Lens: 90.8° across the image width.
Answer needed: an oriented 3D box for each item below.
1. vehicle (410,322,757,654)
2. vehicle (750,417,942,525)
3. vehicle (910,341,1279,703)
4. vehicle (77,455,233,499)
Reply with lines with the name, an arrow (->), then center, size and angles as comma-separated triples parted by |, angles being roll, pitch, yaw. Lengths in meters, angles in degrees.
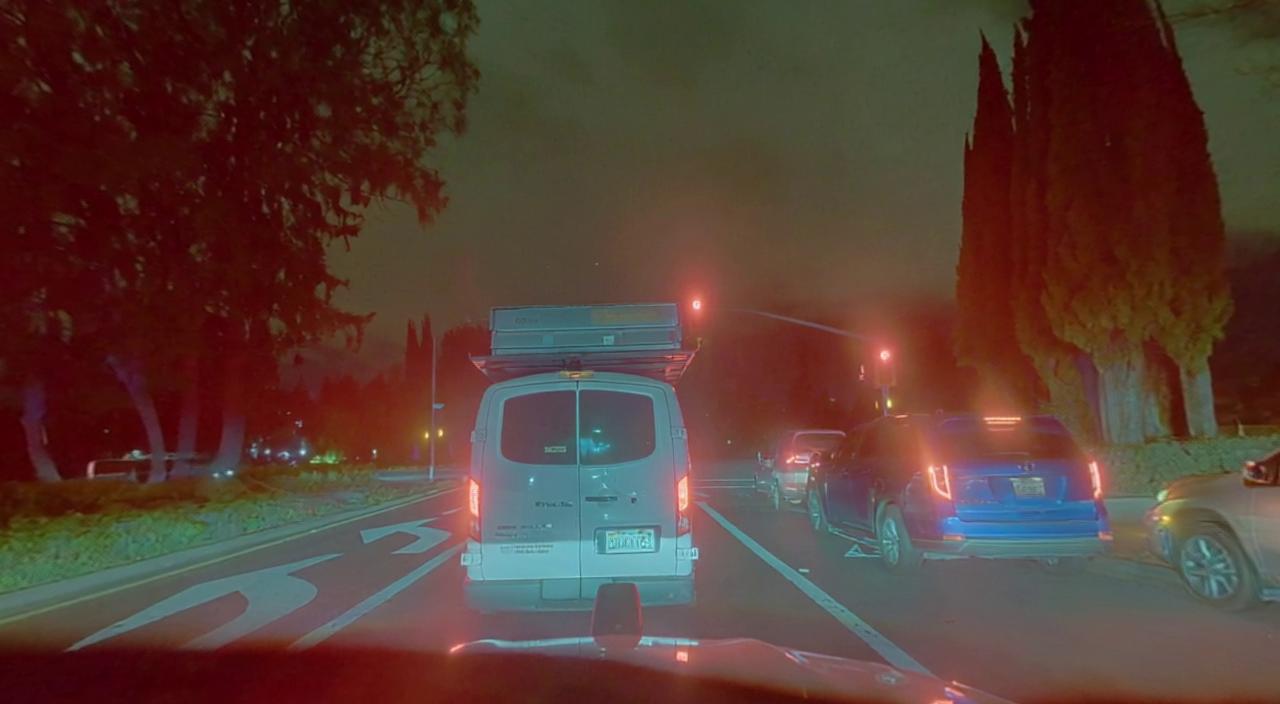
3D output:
vehicle -> -0.360, 1.157, 6.194 | 2.145, 2.089, 4.309 | 0, -9, 0
vehicle -> 3.680, 2.222, 12.267 | 2.024, 1.692, 4.252 | 1, -9, -4
vehicle -> 3.449, 0.941, 3.418 | 1.965, 1.671, 4.146 | 0, -9, -3
vehicle -> -22.738, 5.854, 29.898 | 5.241, 1.894, 2.257 | 2, -9, -15
